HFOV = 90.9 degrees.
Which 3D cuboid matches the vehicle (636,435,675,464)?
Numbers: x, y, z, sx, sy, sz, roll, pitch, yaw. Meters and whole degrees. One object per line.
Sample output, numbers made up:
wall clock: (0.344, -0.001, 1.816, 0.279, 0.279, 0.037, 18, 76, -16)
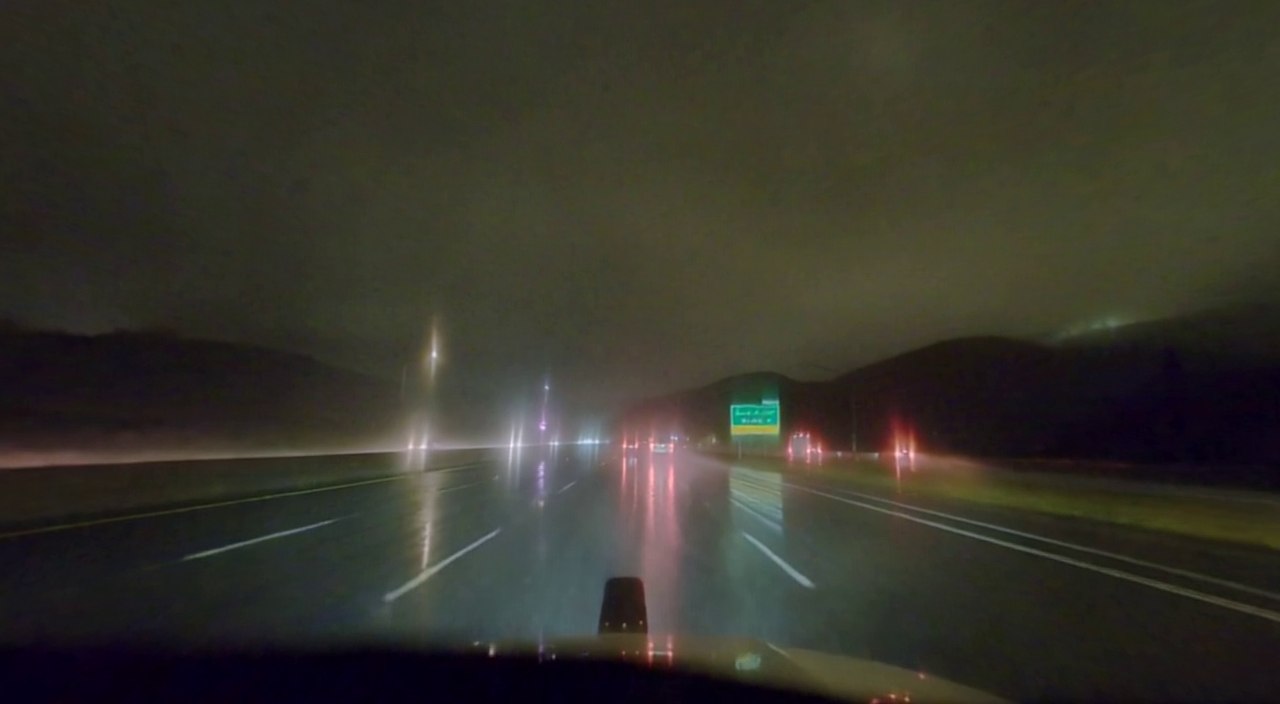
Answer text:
vehicle: (1.039, 6.906, 44.828, 2.431, 1.916, 4.808, 0, -8, -2)
